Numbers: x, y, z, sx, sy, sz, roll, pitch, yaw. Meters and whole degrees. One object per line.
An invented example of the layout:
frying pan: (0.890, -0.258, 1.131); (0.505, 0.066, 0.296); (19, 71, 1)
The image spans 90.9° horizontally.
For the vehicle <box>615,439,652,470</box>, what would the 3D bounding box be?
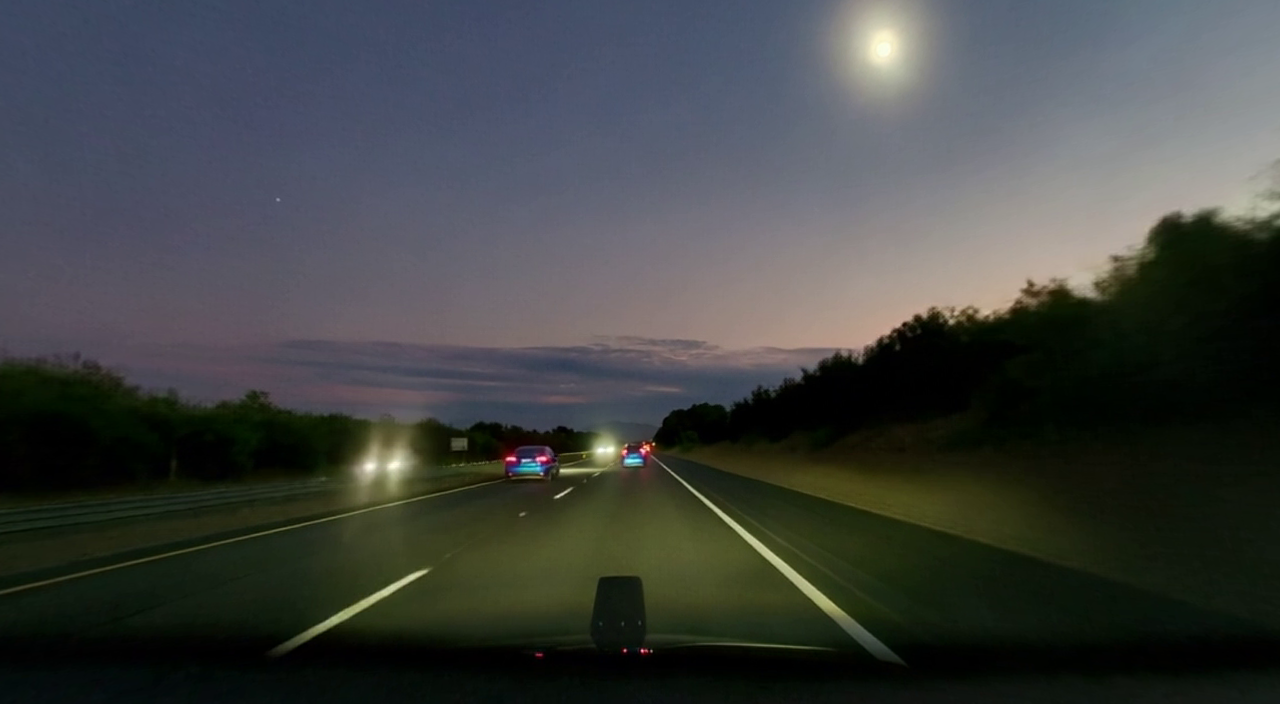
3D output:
vehicle: (-0.379, 6.204, 38.253); (2.126, 1.786, 3.958); (0, -9, 0)

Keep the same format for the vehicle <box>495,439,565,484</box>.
vehicle: (-4.450, 4.506, 26.167); (2.113, 1.656, 4.215); (0, -9, 1)

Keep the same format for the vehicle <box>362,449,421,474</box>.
vehicle: (-17.362, 7.677, 44.336); (2.029, 1.663, 4.989); (0, -9, 1)
